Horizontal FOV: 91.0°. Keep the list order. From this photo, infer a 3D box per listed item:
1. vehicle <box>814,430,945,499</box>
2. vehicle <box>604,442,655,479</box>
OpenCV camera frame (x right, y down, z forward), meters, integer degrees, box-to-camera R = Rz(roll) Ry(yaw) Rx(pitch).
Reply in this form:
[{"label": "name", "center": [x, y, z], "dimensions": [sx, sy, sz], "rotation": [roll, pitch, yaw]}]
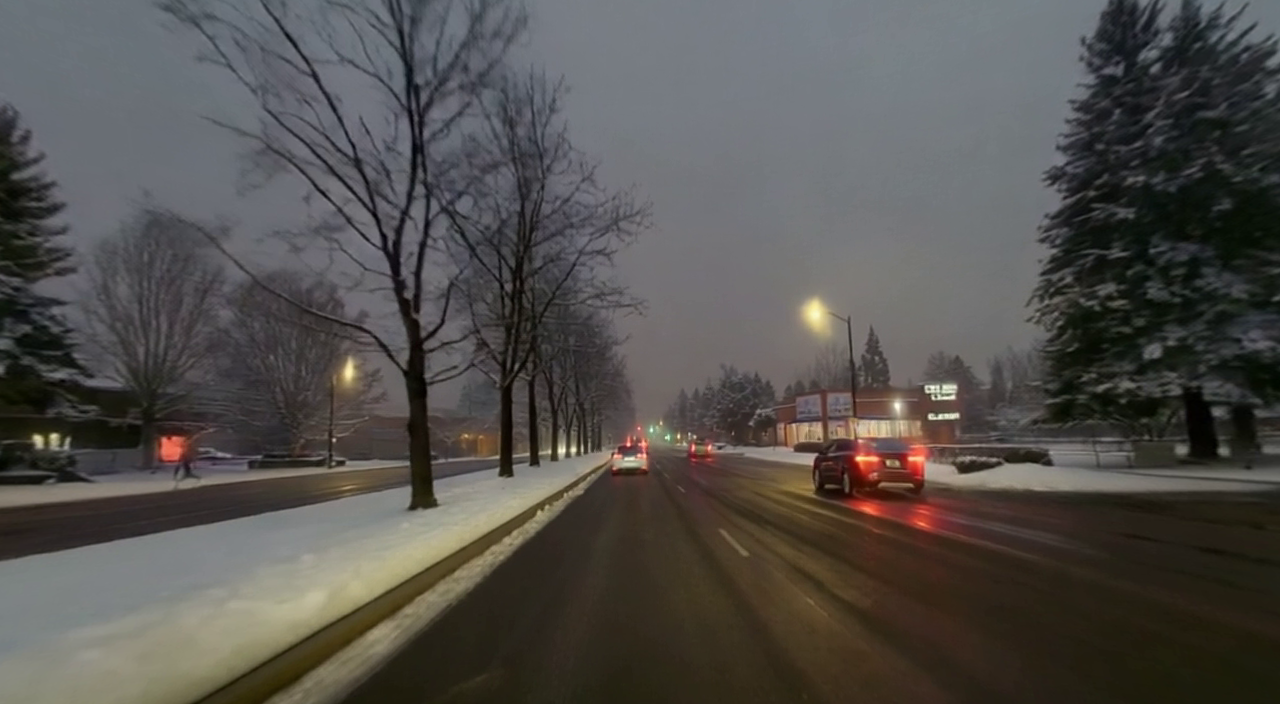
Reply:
[{"label": "vehicle", "center": [6.380, 3.021, 17.325], "dimensions": [1.949, 1.647, 3.894], "rotation": [0, -8, -2]}, {"label": "vehicle", "center": [-0.421, 4.423, 25.910], "dimensions": [1.970, 1.402, 3.756], "rotation": [0, -8, -1]}]
